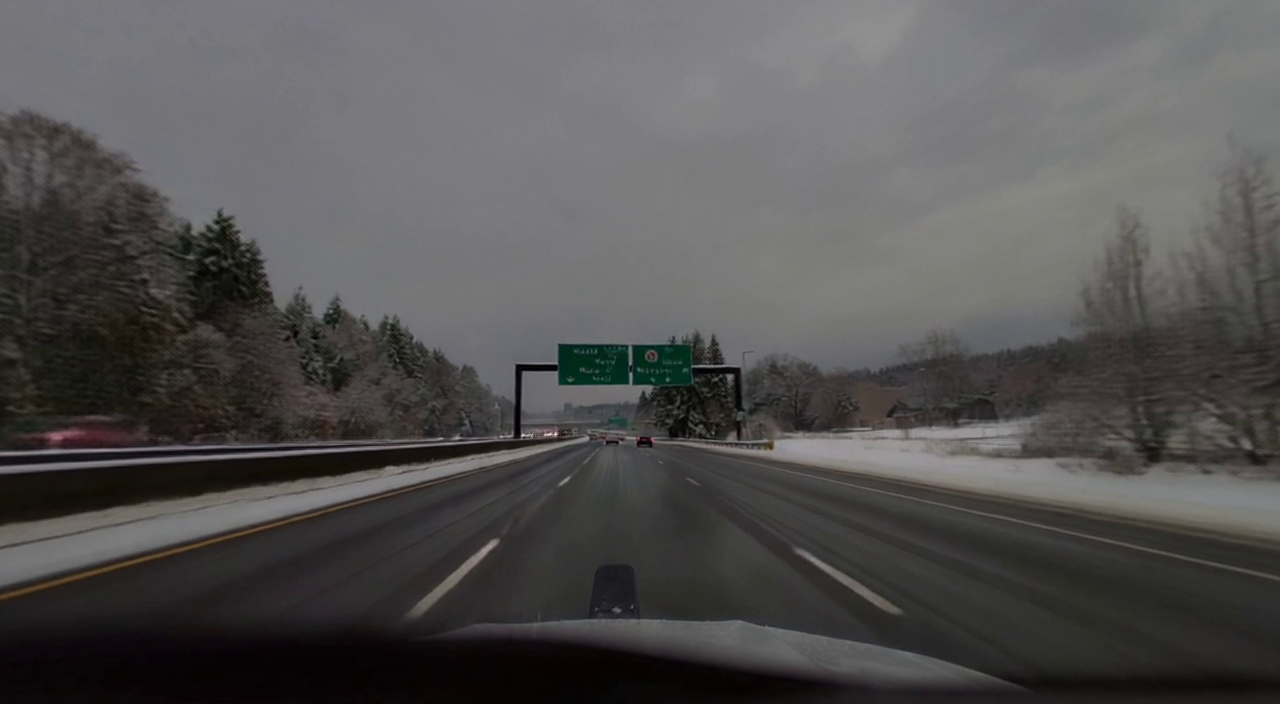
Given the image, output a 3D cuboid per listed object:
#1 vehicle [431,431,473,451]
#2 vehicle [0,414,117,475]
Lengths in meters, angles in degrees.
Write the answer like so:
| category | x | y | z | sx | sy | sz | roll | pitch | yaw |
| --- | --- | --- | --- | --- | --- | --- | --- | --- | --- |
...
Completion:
| category | x | y | z | sx | sy | sz | roll | pitch | yaw |
| --- | --- | --- | --- | --- | --- | --- | --- | --- | --- |
| vehicle | -14.749 | 7.006 | 49.645 | 1.916 | 1.461 | 4.780 | 0 | -8 | -2 |
| vehicle | -17.370 | 2.578 | 17.607 | 1.916 | 1.544 | 4.149 | 0 | -8 | 0 |
